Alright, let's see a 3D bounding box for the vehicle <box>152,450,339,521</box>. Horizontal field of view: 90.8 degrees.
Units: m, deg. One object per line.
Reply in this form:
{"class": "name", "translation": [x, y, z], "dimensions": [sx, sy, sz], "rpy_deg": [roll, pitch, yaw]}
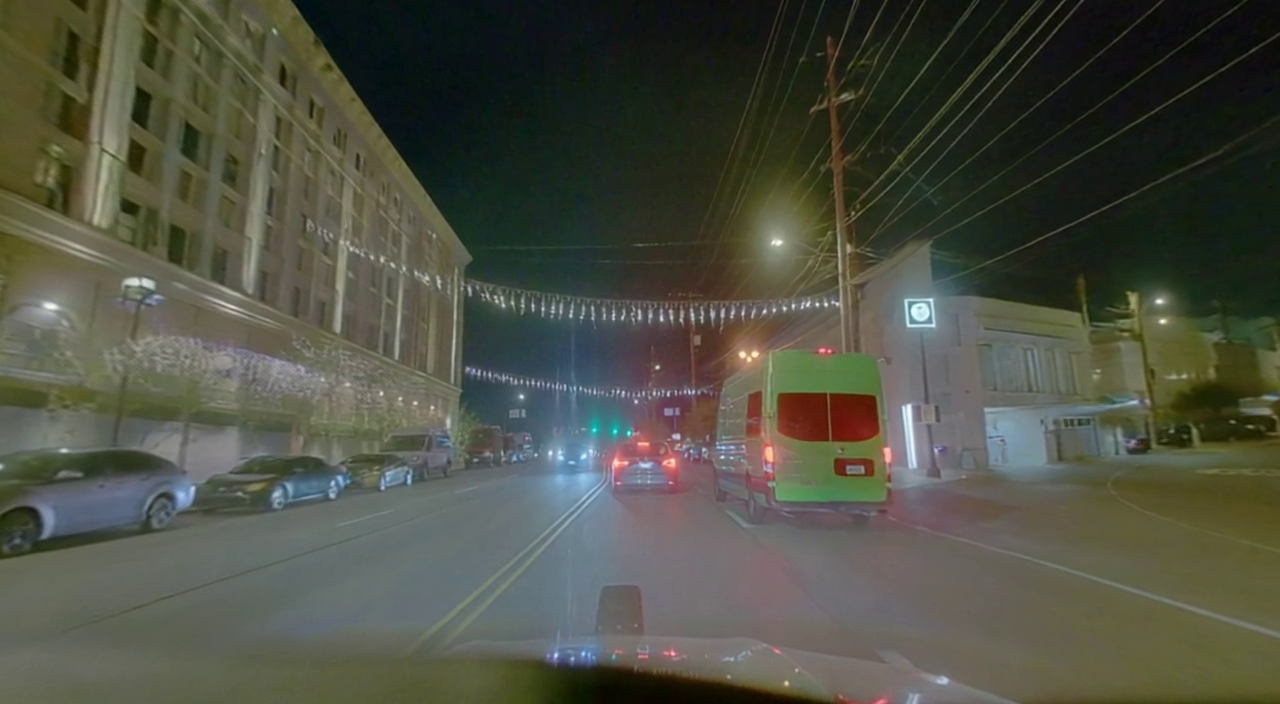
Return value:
{"class": "vehicle", "translation": [-9.658, 3.251, 16.002], "dimensions": [1.848, 1.517, 4.452], "rpy_deg": [0, -9, 0]}

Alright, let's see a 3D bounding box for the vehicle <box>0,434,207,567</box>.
{"class": "vehicle", "translation": [-9.562, 2.220, 10.050], "dimensions": [2.156, 1.745, 4.504], "rpy_deg": [0, -9, -1]}

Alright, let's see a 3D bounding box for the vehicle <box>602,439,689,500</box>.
{"class": "vehicle", "translation": [0.130, 3.194, 17.617], "dimensions": [2.112, 1.464, 4.411], "rpy_deg": [0, -9, 0]}

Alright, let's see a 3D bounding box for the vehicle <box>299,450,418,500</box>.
{"class": "vehicle", "translation": [-9.579, 4.184, 22.003], "dimensions": [2.063, 1.481, 4.722], "rpy_deg": [0, -9, -2]}

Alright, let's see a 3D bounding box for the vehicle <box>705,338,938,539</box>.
{"class": "vehicle", "translation": [3.002, 1.756, 12.747], "dimensions": [2.419, 2.927, 6.907], "rpy_deg": [0, -9, -2]}

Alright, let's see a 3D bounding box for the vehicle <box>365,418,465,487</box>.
{"class": "vehicle", "translation": [-9.795, 4.442, 28.181], "dimensions": [2.398, 2.723, 5.816], "rpy_deg": [0, -9, -2]}

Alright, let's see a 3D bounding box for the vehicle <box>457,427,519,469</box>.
{"class": "vehicle", "translation": [-10.010, 6.404, 42.287], "dimensions": [2.964, 2.597, 6.437], "rpy_deg": [0, -9, -4]}

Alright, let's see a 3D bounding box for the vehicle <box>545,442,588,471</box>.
{"class": "vehicle", "translation": [-4.018, 5.821, 35.291], "dimensions": [1.974, 1.484, 4.400], "rpy_deg": [0, -9, -1]}

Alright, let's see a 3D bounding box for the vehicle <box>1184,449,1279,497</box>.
{"class": "vehicle", "translation": [20.515, 4.105, 21.897], "dimensions": [2.058, 1.478, 4.429], "rpy_deg": [-6, -11, 36]}
